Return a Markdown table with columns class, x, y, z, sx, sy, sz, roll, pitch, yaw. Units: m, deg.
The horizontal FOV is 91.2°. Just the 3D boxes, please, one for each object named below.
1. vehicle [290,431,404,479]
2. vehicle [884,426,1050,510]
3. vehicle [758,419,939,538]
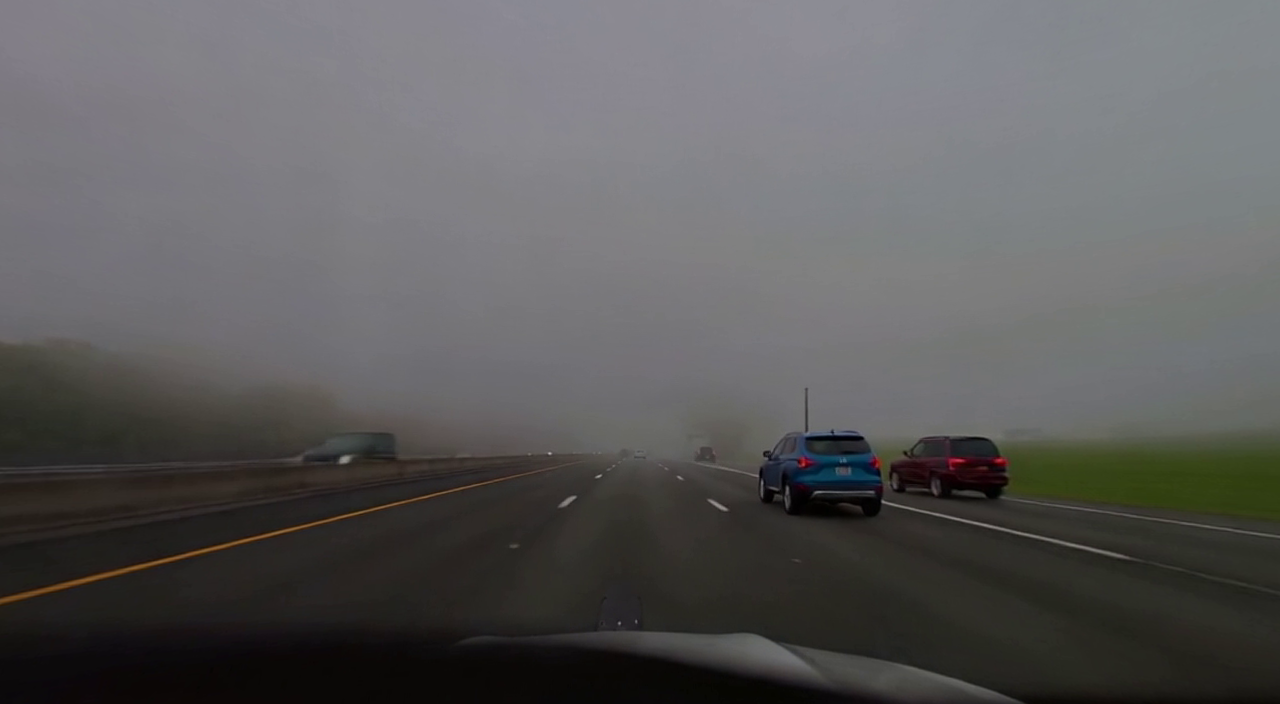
| class | x | y | z | sx | sy | sz | roll | pitch | yaw |
| --- | --- | --- | --- | --- | --- | --- | --- | --- | --- |
| vehicle | -10.763 | 3.845 | 23.488 | 2.089 | 1.602 | 4.561 | 0 | -9 | 0 |
| vehicle | 7.853 | 2.817 | 15.534 | 1.898 | 1.798 | 3.805 | 0 | -9 | -2 |
| vehicle | 3.492 | 2.201 | 11.427 | 1.784 | 1.733 | 4.141 | 0 | -9 | -1 |
